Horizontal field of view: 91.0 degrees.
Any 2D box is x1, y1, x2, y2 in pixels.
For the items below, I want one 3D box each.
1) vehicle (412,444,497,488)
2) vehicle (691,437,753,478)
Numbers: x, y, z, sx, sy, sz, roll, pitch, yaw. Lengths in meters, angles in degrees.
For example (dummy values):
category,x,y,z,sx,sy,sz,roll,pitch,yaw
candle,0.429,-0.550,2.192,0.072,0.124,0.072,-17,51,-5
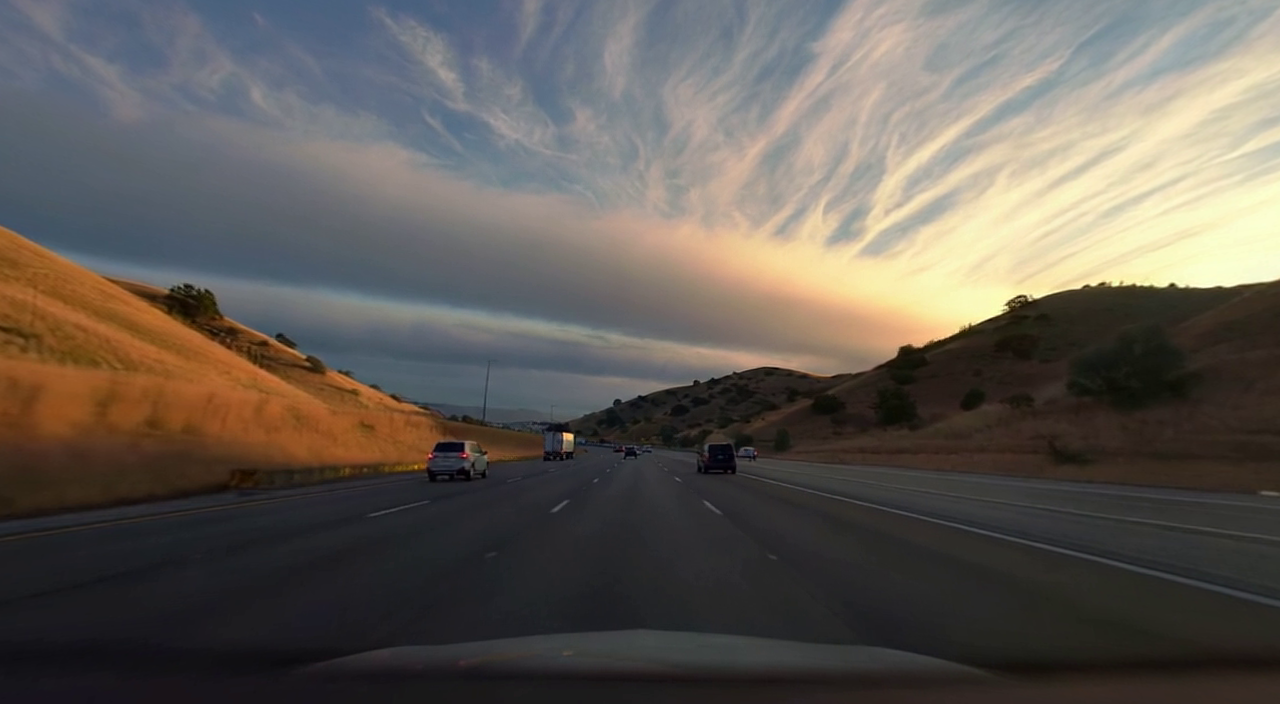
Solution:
category,x,y,z,sx,sy,sz,roll,pitch,yaw
vehicle,-7.296,4.516,25.296,1.935,1.550,4.883,0,-9,0
vehicle,3.781,5.003,29.981,2.231,1.789,4.700,0,-9,-1
